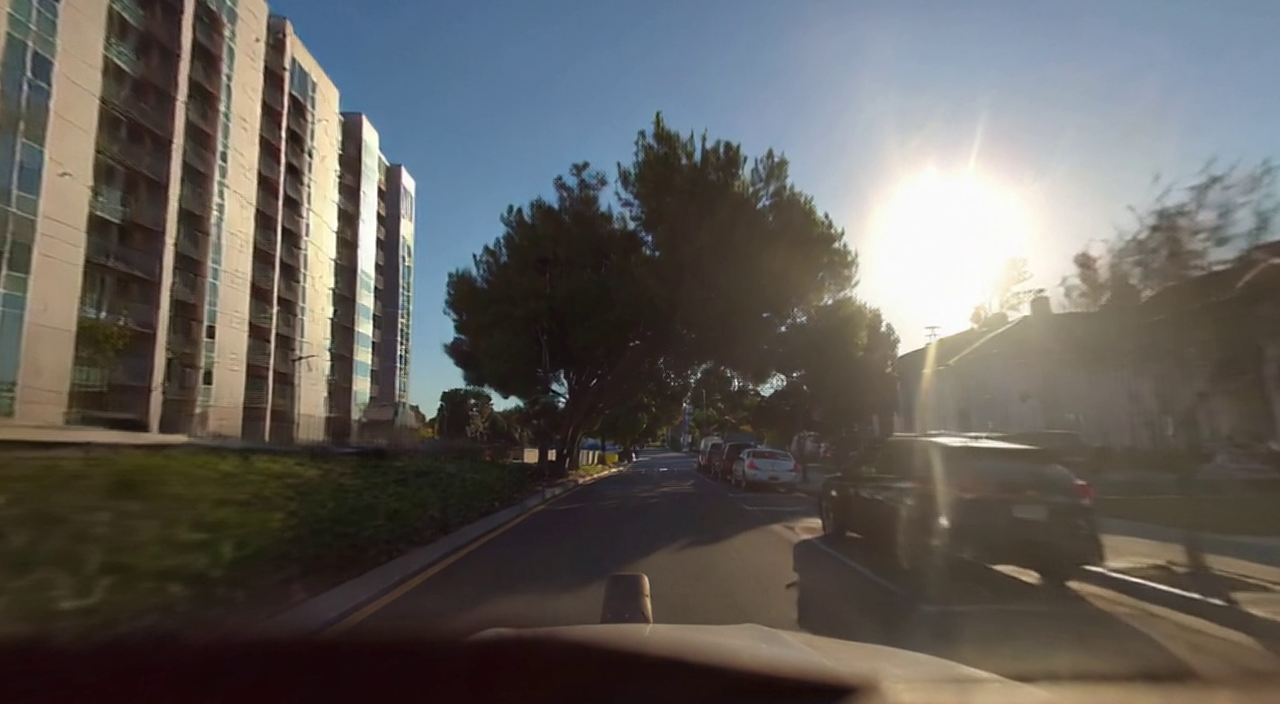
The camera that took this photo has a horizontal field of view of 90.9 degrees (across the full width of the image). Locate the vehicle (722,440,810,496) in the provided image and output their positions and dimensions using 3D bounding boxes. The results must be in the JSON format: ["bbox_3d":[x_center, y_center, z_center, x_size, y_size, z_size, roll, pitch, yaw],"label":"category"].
[{"bbox_3d":[3.581,3.371,18.735,1.848,1.442,4.425,-1,-9,2],"label":"vehicle"}]

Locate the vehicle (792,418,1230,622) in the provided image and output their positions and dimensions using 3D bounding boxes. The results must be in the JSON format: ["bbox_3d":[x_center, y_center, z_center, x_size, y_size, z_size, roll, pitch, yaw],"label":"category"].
[{"bbox_3d":[3.282,1.575,6.969,2.024,1.475,4.565,0,-9,-1],"label":"vehicle"}]
